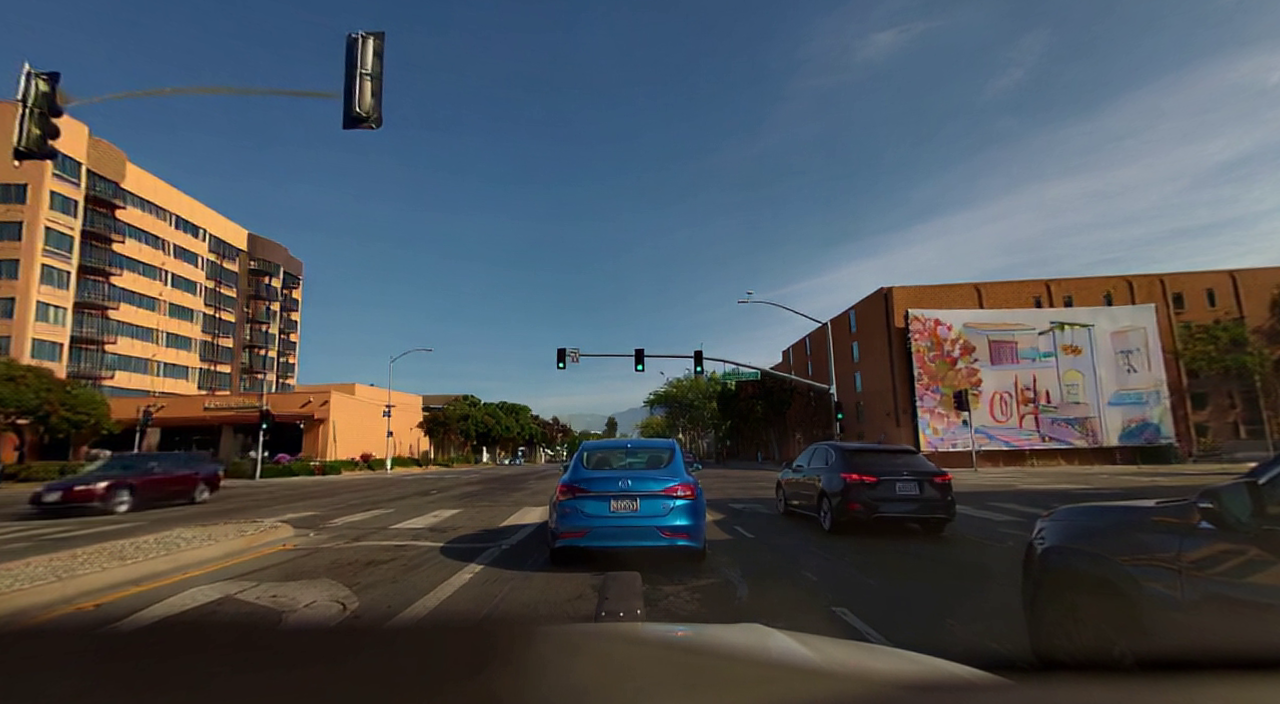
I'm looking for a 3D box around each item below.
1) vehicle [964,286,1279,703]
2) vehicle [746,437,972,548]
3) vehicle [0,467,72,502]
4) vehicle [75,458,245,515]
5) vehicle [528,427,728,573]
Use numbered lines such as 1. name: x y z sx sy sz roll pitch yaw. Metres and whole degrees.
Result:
1. vehicle: 3.005 0.640 1.592 2.047 1.785 4.357 0 -8 0
2. vehicle: 3.213 2.142 10.418 2.009 1.414 4.416 0 -8 -2
3. vehicle: -28.012 6.109 29.416 1.972 1.433 4.324 8 -12 -39
4. vehicle: -14.599 4.079 19.612 1.817 1.442 4.371 0 -8 0
5. vehicle: -0.144 1.846 8.640 2.095 1.502 3.873 0 -8 0
